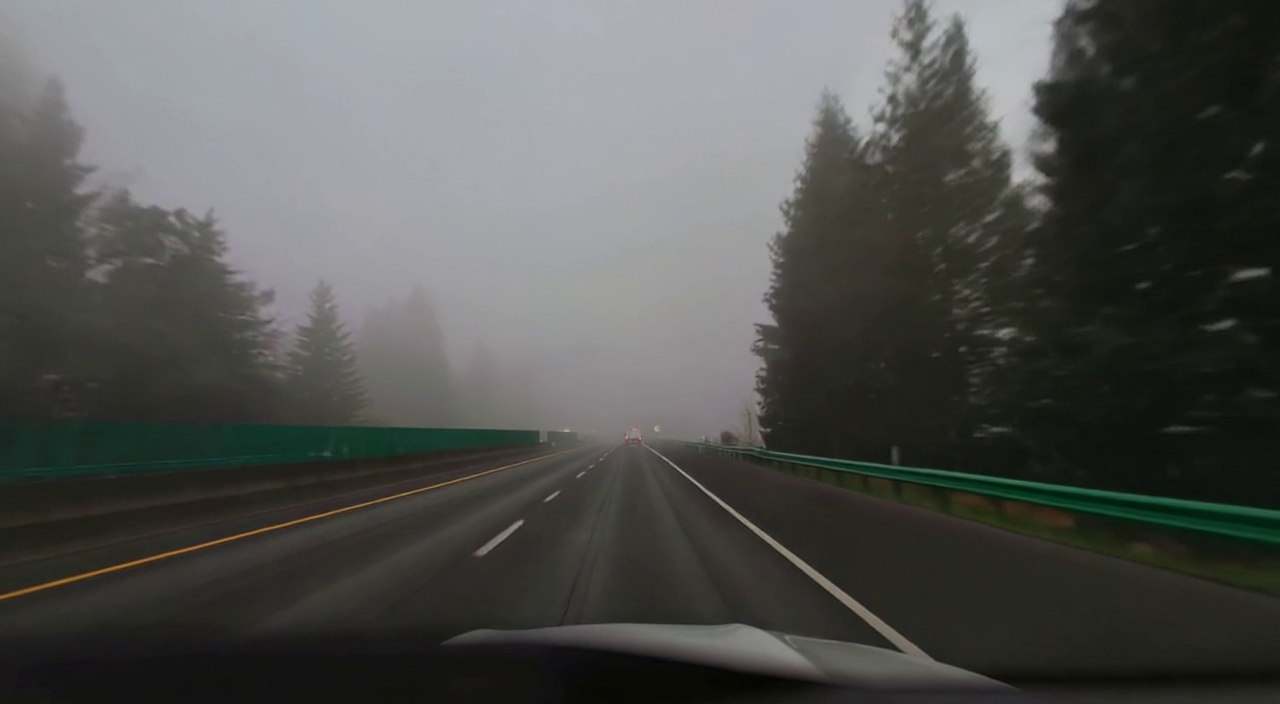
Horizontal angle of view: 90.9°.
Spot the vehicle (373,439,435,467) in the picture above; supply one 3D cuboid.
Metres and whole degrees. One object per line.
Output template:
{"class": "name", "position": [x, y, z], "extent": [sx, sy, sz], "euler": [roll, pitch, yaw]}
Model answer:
{"class": "vehicle", "position": [-13.248, 5.654, 35.647], "extent": [1.870, 1.420, 4.366], "euler": [0, -8, -1]}

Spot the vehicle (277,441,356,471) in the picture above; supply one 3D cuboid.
{"class": "vehicle", "position": [-17.293, 5.562, 33.930], "extent": [2.040, 1.456, 4.184], "euler": [0, -8, 0]}
